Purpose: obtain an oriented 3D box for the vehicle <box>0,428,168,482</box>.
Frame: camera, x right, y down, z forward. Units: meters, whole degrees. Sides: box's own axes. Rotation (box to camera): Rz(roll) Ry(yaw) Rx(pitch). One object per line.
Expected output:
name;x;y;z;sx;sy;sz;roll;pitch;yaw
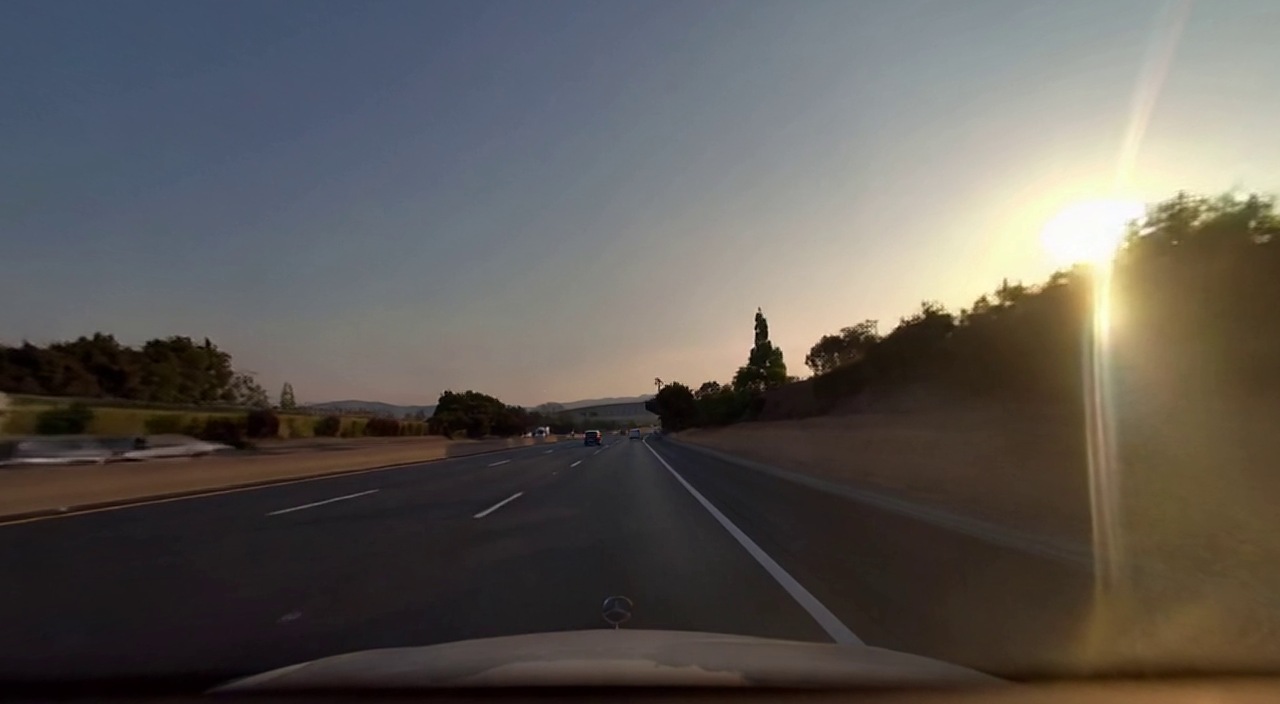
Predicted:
vehicle;-19.699;3.616;22.525;1.953;1.697;4.661;0;-8;-1
